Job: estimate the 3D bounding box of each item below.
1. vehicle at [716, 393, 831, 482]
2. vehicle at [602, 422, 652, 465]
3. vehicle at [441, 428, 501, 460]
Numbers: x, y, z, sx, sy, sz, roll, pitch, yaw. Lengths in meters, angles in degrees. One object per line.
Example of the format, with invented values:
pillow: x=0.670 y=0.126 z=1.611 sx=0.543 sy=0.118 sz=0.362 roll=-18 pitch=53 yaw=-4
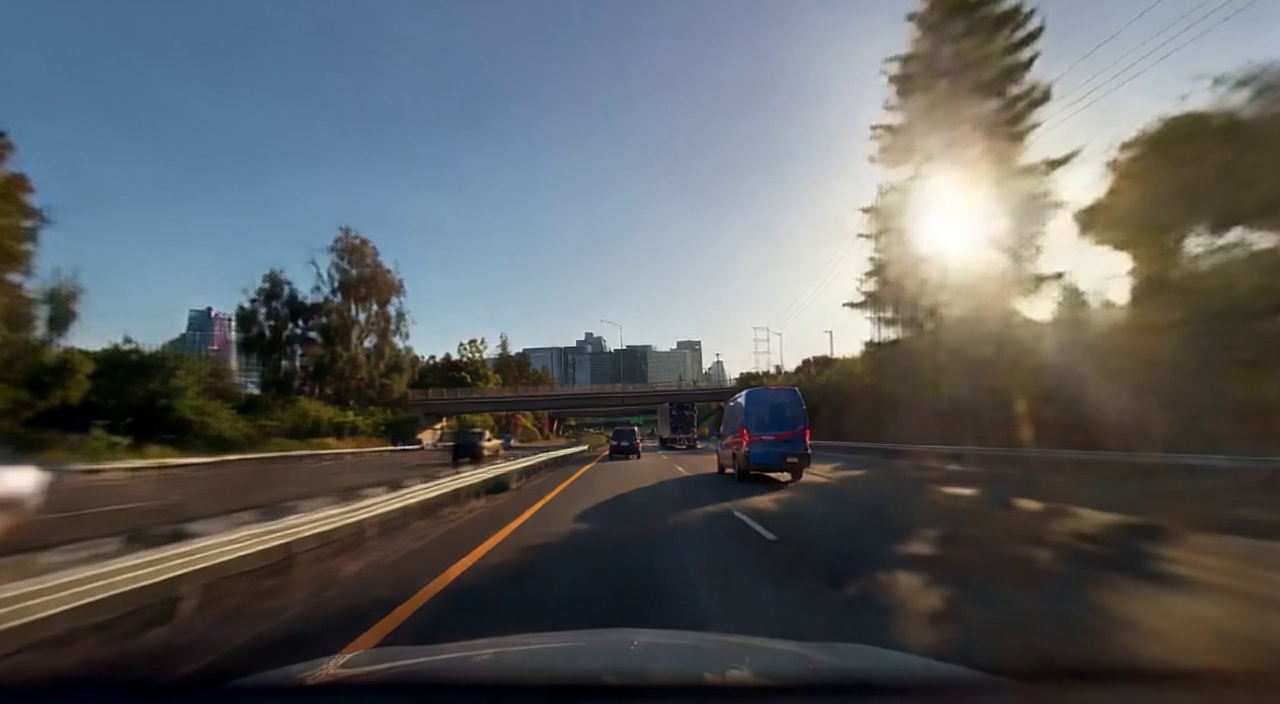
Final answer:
vehicle: x=4.127 y=2.786 z=20.651 sx=2.387 sy=2.506 sz=5.374 roll=0 pitch=-8 yaw=-2
vehicle: x=-0.592 y=4.030 z=27.982 sx=2.073 sy=1.750 sz=4.116 roll=0 pitch=-8 yaw=-1
vehicle: x=-9.303 y=5.089 z=35.041 sx=2.039 sy=1.597 sz=4.659 roll=0 pitch=-8 yaw=0
